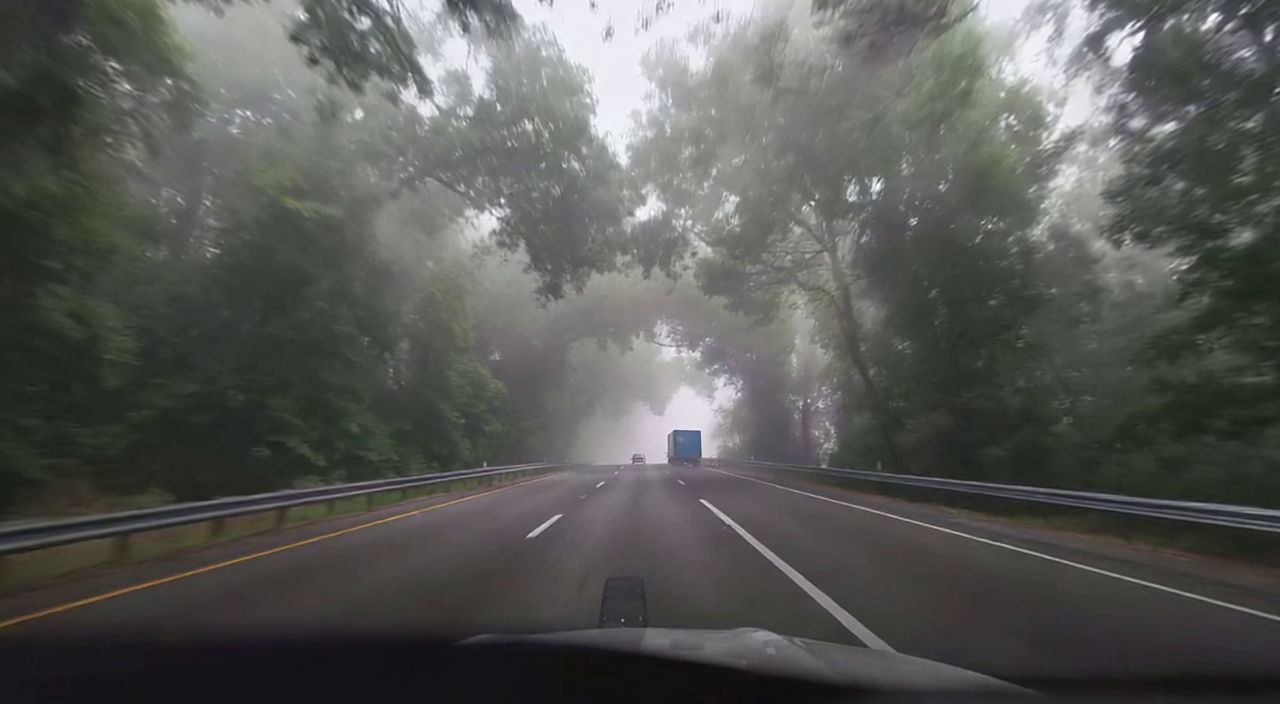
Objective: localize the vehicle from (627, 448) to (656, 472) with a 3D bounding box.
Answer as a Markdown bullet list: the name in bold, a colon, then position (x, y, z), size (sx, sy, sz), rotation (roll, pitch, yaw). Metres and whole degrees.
- **vehicle**: position (0.079, 7.380, 43.169), size (1.900, 1.497, 3.732), rotation (0, -9, 0)
